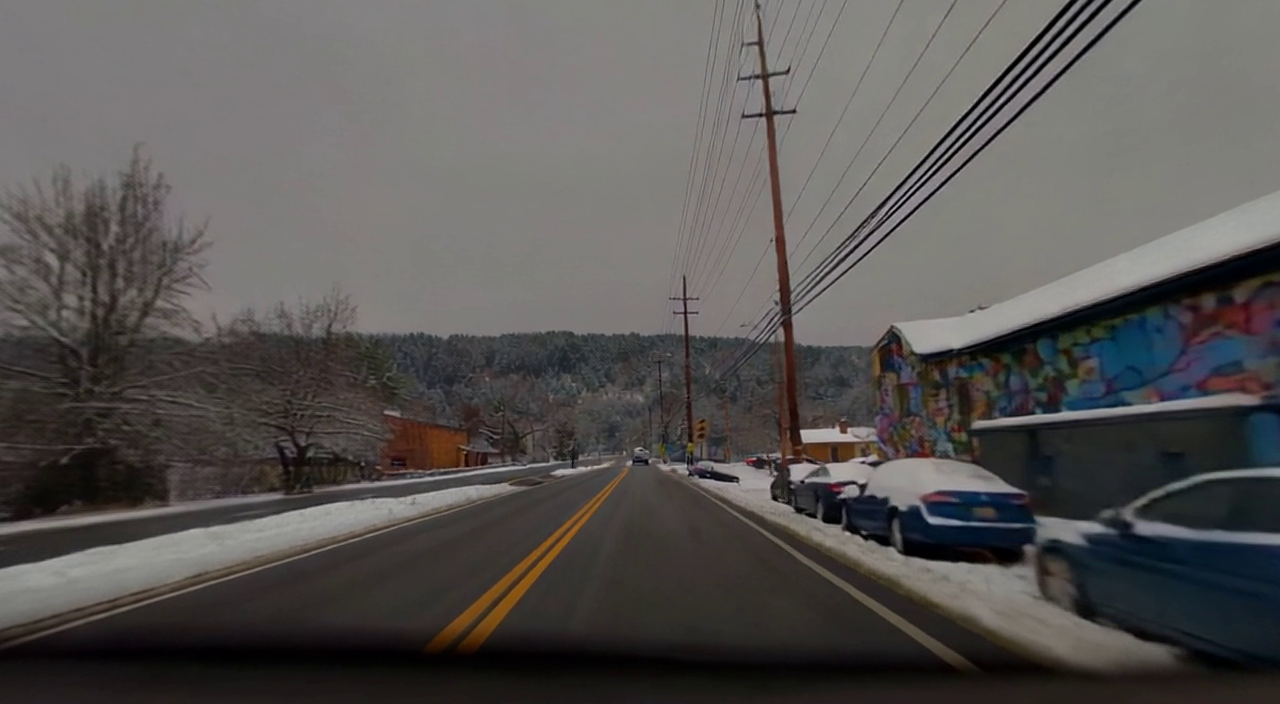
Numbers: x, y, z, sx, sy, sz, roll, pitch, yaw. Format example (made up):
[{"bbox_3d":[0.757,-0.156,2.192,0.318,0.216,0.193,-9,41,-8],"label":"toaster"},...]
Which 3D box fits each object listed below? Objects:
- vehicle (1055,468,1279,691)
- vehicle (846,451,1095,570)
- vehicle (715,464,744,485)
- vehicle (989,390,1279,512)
[{"bbox_3d":[5.566,1.684,4.644,2.005,1.487,4.397,0,-9,0],"label":"vehicle"},{"bbox_3d":[5.644,2.703,11.720,2.056,1.693,4.803,0,-9,1],"label":"vehicle"},{"bbox_3d":[6.855,9.433,48.784,1.781,1.432,4.169,0,-9,3],"label":"vehicle"},{"bbox_3d":[8.672,1.735,11.255,2.082,1.678,5.079,0,-8,1],"label":"vehicle"}]
